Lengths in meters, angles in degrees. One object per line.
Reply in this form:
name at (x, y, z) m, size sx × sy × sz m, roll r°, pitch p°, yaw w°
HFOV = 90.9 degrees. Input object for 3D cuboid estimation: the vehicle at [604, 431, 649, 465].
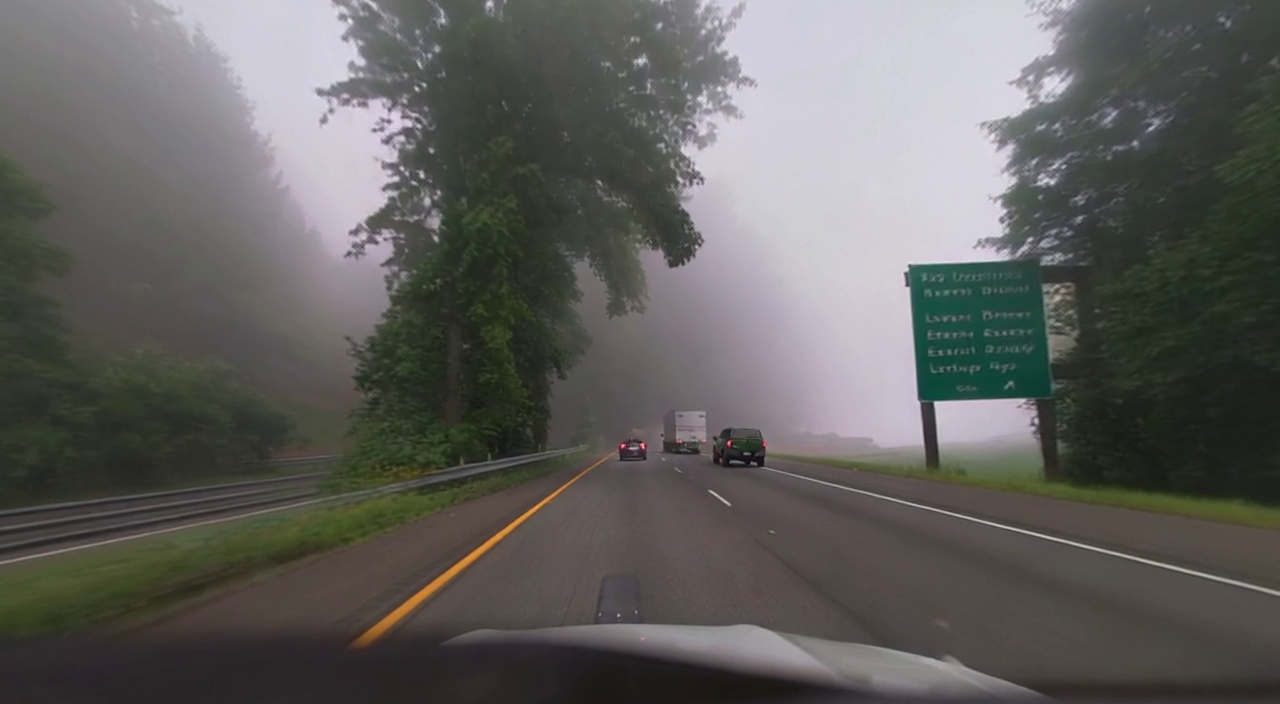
vehicle at (-0.704, 5.046, 33.504) m, size 2.206 × 1.681 × 4.111 m, roll 0°, pitch -8°, yaw -1°

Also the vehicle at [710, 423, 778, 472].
vehicle at (4.318, 4.022, 26.897) m, size 2.073 × 1.905 × 4.023 m, roll 0°, pitch -8°, yaw -2°

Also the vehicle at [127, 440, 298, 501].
vehicle at (-13.559, 3.731, 20.487) m, size 2.227 × 1.701 × 4.779 m, roll 0°, pitch -8°, yaw -1°

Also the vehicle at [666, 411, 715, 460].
vehicle at (3.324, 5.736, 43.359) m, size 2.728 × 3.053 × 7.708 m, roll 0°, pitch -8°, yaw 0°
